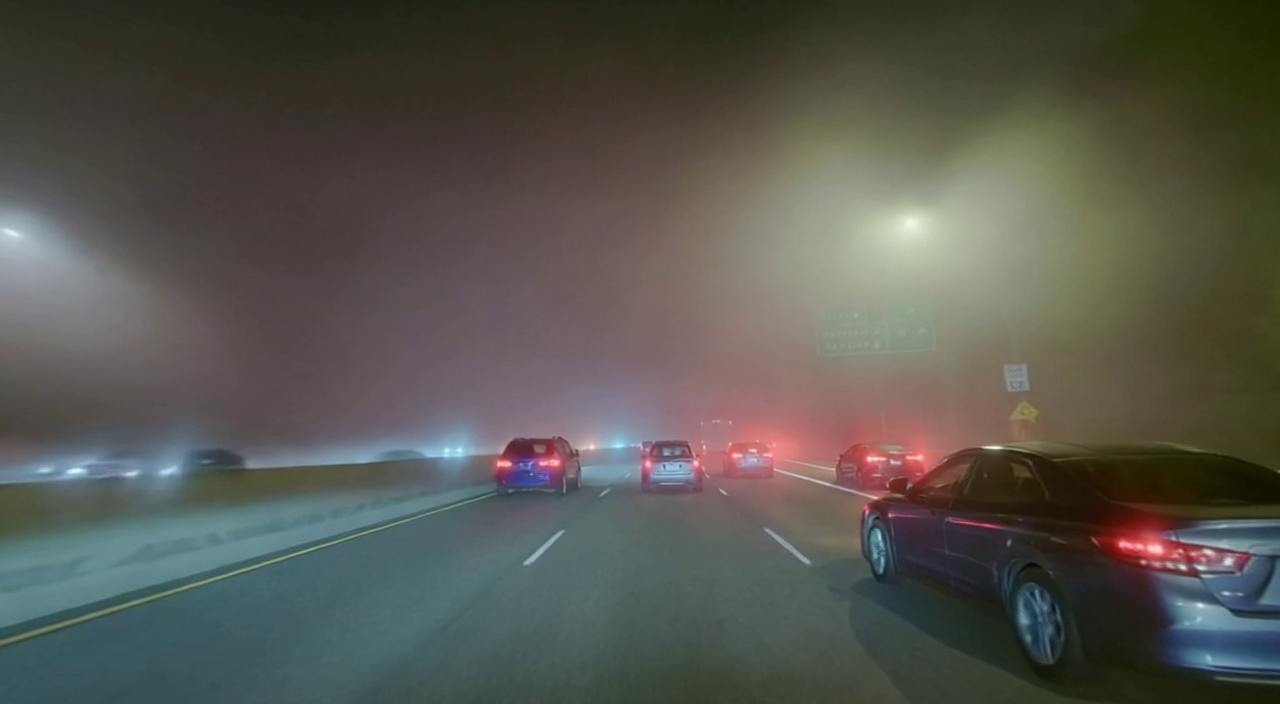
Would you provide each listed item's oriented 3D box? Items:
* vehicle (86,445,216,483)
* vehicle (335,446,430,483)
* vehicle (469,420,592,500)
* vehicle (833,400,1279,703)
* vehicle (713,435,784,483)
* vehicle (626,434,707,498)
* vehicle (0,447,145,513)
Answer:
[{"bbox_3d":[-22.191,5.083,28.882,1.919,1.539,4.735,-1,-9,3],"label":"vehicle"},{"bbox_3d":[-11.524,5.076,28.639,2.047,1.519,4.771,0,-9,3],"label":"vehicle"},{"bbox_3d":[-2.921,3.083,18.288,2.434,1.965,5.305,0,-9,2],"label":"vehicle"},{"bbox_3d":[3.083,1.263,4.459,2.009,1.489,4.559,0,-9,0],"label":"vehicle"},{"bbox_3d":[4.060,4.092,24.319,2.076,1.684,4.241,0,-9,2],"label":"vehicle"},{"bbox_3d":[0.750,3.247,18.213,2.074,1.614,3.803,0,-9,2],"label":"vehicle"},{"bbox_3d":[-15.613,3.210,16.169,1.881,1.502,4.680,0,-9,2],"label":"vehicle"}]
